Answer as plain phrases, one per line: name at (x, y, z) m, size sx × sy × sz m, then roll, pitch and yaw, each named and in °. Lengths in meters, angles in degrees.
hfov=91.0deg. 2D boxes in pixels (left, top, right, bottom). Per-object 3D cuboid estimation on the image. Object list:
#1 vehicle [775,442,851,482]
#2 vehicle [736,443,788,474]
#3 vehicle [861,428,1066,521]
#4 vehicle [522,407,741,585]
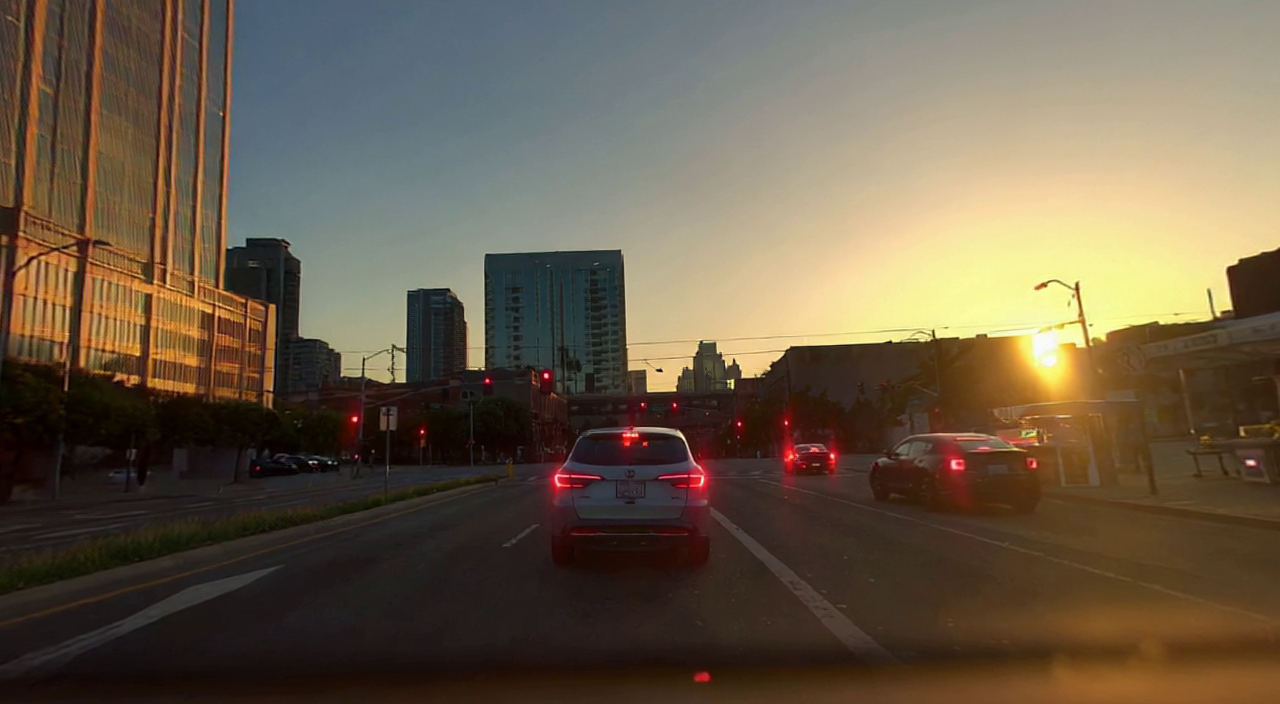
vehicle at (6.844, 4.398, 25.415) m, size 1.833 × 1.452 × 4.237 m, roll 0°, pitch -8°, yaw -1°
vehicle at (6.254, 5.455, 32.631) m, size 1.961 × 1.477 × 4.454 m, roll 0°, pitch -9°, yaw 2°
vehicle at (6.679, 2.566, 13.752) m, size 2.072 × 1.652 × 4.611 m, roll 0°, pitch -8°, yaw 1°
vehicle at (-0.065, 1.688, 8.114) m, size 2.115 × 1.700 × 3.901 m, roll 0°, pitch -8°, yaw 1°
